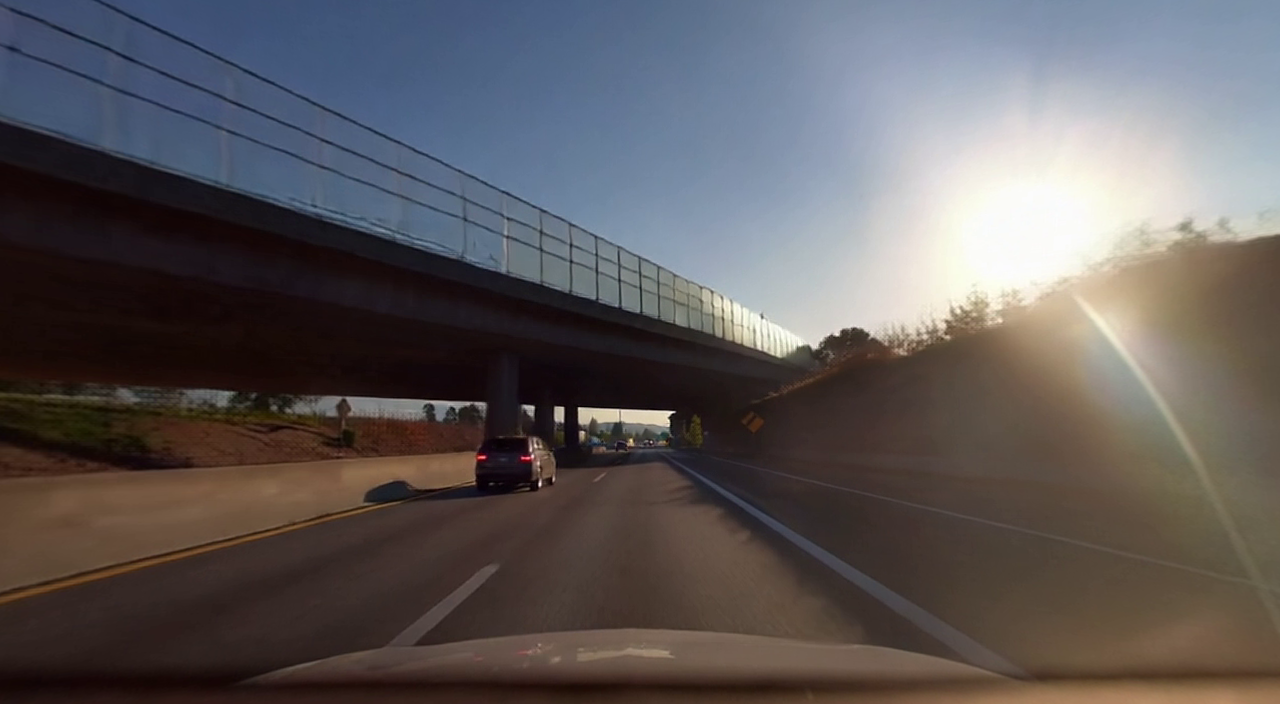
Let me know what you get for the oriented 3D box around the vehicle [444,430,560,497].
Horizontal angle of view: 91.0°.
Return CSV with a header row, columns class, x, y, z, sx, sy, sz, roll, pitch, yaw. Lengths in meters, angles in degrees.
class,x,y,z,sx,sy,sz,roll,pitch,yaw
vehicle,-3.487,2.896,16.782,2.051,1.531,4.250,0,-8,1
